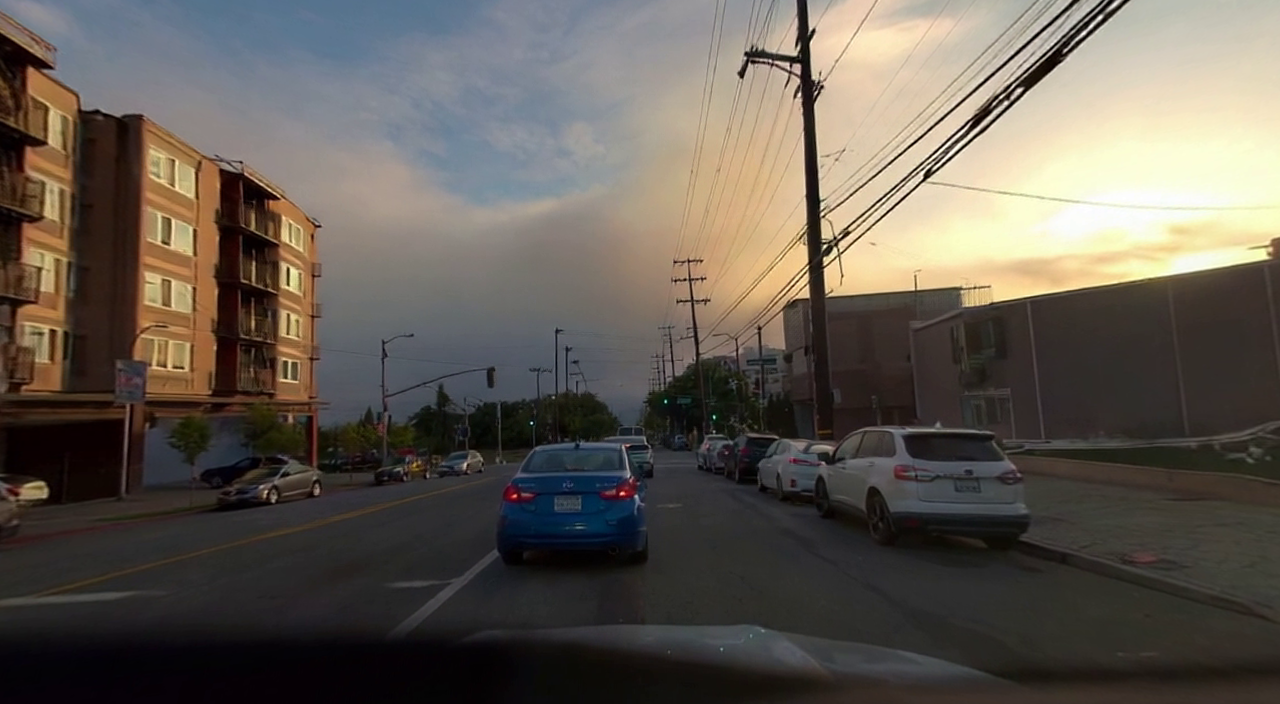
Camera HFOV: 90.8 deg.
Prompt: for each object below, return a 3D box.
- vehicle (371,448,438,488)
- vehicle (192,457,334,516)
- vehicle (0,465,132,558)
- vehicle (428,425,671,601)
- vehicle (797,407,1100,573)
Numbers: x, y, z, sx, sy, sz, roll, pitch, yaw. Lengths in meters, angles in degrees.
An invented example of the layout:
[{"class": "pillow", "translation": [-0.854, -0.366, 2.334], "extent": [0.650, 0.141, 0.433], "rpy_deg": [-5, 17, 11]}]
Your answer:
[{"class": "vehicle", "translation": [-11.921, 5.866, 32.237], "extent": [2.011, 1.687, 4.079], "rpy_deg": [-5, -8, -3]}, {"class": "vehicle", "translation": [-11.888, 4.217, 20.338], "extent": [1.868, 1.491, 4.367], "rpy_deg": [-3, -8, 0]}, {"class": "vehicle", "translation": [-11.913, 2.909, 11.300], "extent": [1.850, 1.487, 4.711], "rpy_deg": [-3, -8, -1]}, {"class": "vehicle", "translation": [-0.752, 1.691, 7.636], "extent": [2.019, 1.453, 4.603], "rpy_deg": [0, -8, 0]}, {"class": "vehicle", "translation": [3.790, 1.768, 8.890], "extent": [1.967, 1.721, 4.410], "rpy_deg": [0, -8, -1]}]
